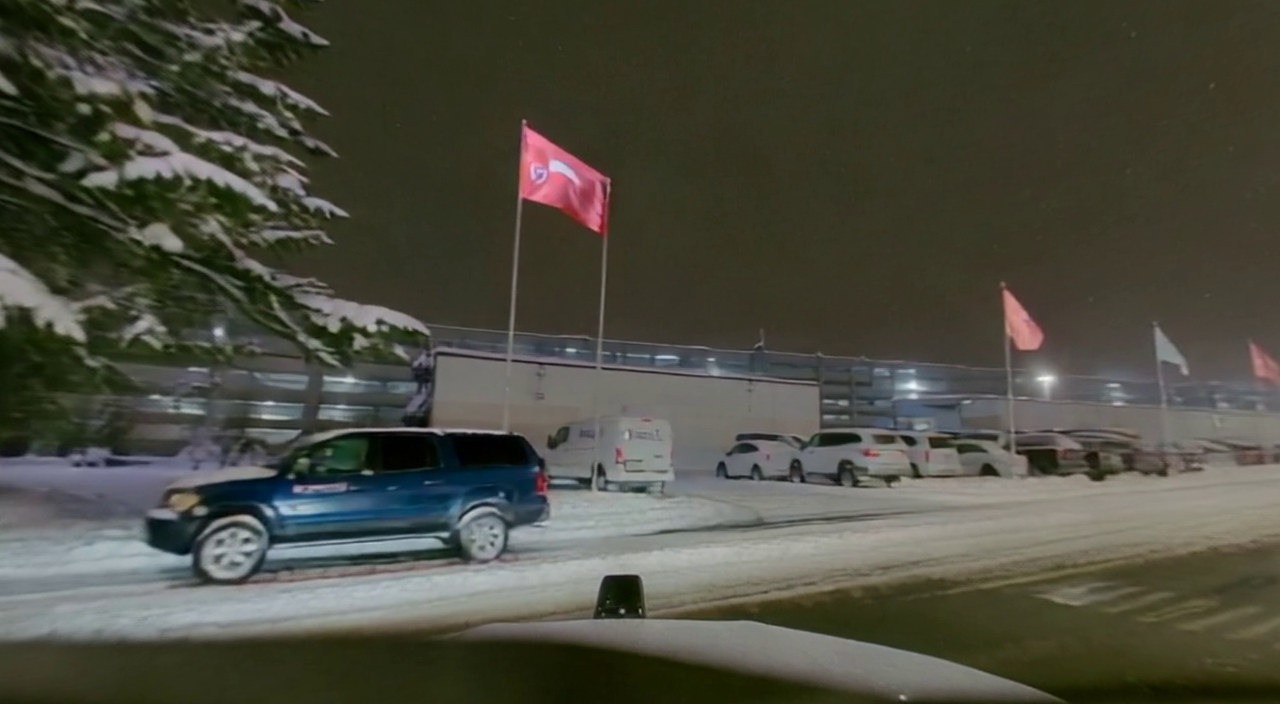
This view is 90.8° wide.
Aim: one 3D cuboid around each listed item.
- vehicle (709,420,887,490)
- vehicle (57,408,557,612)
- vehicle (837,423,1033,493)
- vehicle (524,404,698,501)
[{"bbox_3d":[5.385,3.657,22.924,2.228,2.126,6.632,3,-8,-29],"label":"vehicle"},{"bbox_3d":[-3.811,1.794,8.148,4.992,1.894,2.043,5,-9,-31],"label":"vehicle"},{"bbox_3d":[10.866,3.936,24.070,2.242,2.227,6.505,3,-8,-30],"label":"vehicle"},{"bbox_3d":[-1.096,2.880,18.354,2.491,2.324,5.986,5,-10,-30],"label":"vehicle"}]
